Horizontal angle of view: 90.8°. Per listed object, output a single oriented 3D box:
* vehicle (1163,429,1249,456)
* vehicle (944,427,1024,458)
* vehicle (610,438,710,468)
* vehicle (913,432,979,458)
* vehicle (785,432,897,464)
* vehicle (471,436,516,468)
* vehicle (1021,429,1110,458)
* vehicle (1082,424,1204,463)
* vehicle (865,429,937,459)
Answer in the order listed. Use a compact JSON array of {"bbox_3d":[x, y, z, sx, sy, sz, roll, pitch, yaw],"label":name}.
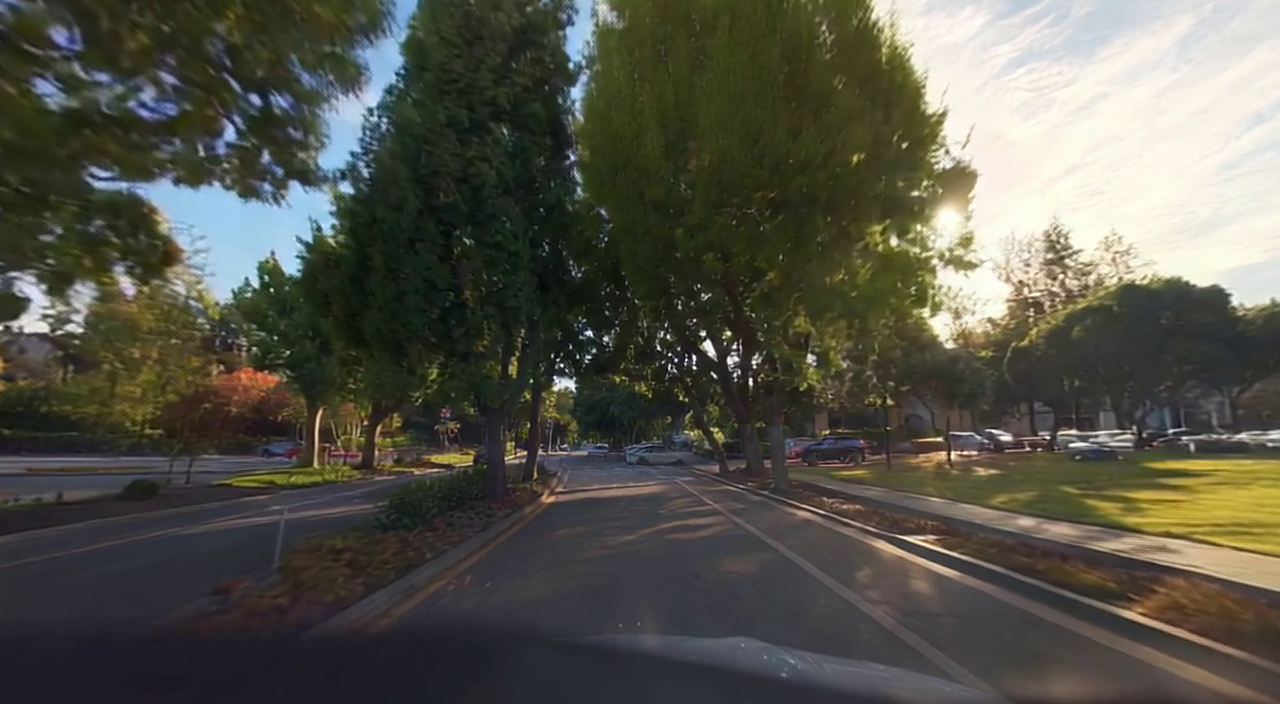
[{"bbox_3d":[36.120,5.794,40.458,1.790,1.665,3.807,0,-8,-4],"label":"vehicle"},{"bbox_3d":[20.716,5.514,38.306,2.023,1.736,4.227,1,-9,-8],"label":"vehicle"},{"bbox_3d":[1.031,5.395,33.736,4.890,1.478,2.253,-6,-10,34],"label":"vehicle"},{"bbox_3d":[17.985,5.481,37.290,1.673,1.436,3.700,0,-8,-8],"label":"vehicle"},{"bbox_3d":[9.968,4.807,31.630,4.870,1.507,2.073,-1,-9,0],"label":"vehicle"},{"bbox_3d":[-8.891,6.109,38.700,2.100,1.771,4.463,0,-8,-6],"label":"vehicle"},{"bbox_3d":[25.684,5.559,38.372,1.919,1.592,4.607,0,-9,-5],"label":"vehicle"},{"bbox_3d":[21.147,3.887,26.635,3.830,1.429,1.890,4,-10,-10],"label":"vehicle"},{"bbox_3d":[15.482,5.528,37.761,2.073,1.642,4.468,0,-9,-6],"label":"vehicle"}]
